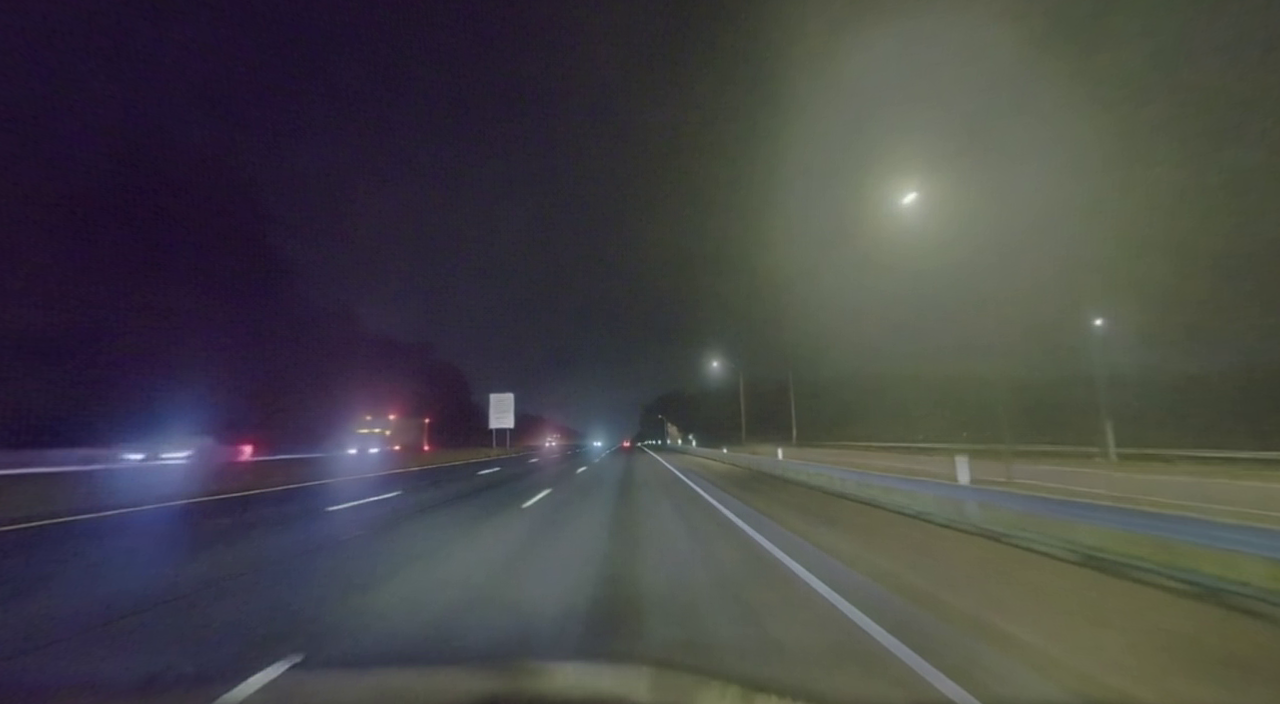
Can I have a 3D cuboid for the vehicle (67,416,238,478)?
[{"bbox_3d":[-19.343,3.813,25.454,2.254,2.192,5.787,0,-8,0],"label":"vehicle"}]
